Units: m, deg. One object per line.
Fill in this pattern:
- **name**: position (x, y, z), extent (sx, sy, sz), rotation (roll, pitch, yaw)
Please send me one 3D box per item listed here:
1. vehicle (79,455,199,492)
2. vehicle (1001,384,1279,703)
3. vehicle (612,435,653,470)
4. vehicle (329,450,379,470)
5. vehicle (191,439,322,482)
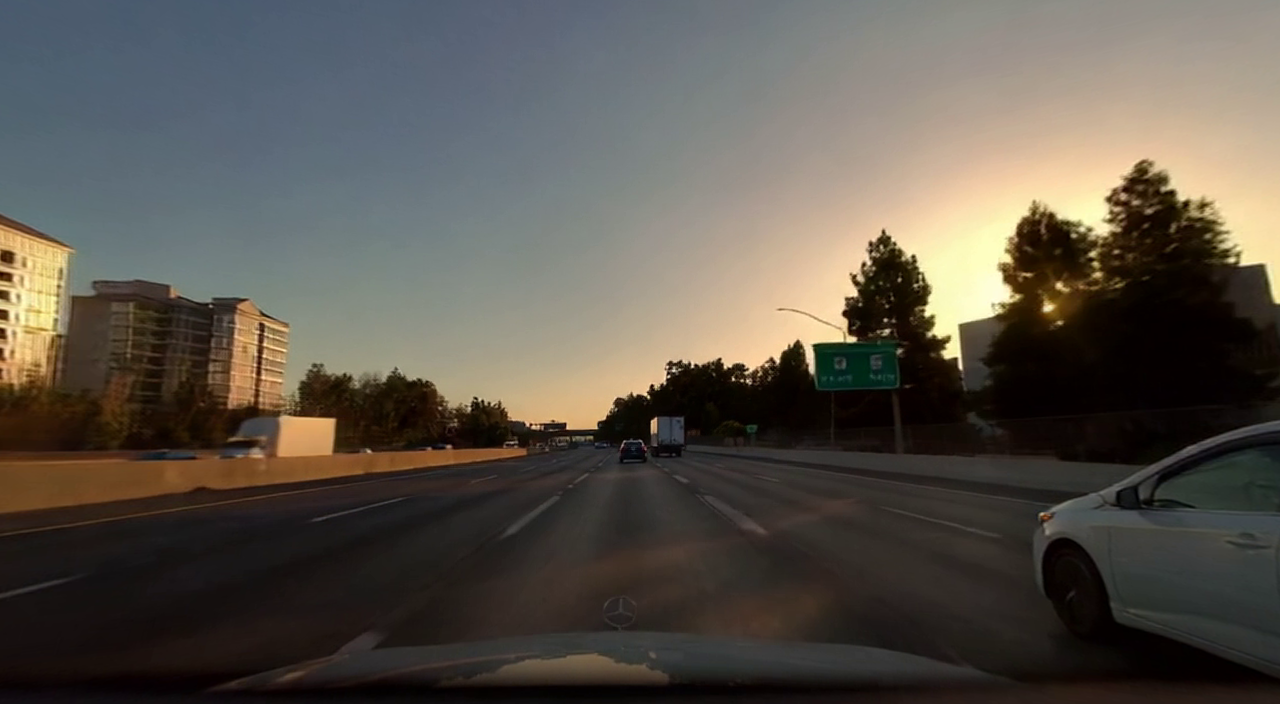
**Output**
- **vehicle**: position (-22.226, 5.390, 28.277), extent (1.810, 1.425, 4.316), rotation (0, -8, 0)
- **vehicle**: position (3.646, 0.899, 2.375), extent (1.950, 1.596, 4.326), rotation (0, -8, -1)
- **vehicle**: position (-0.467, 5.907, 37.370), extent (2.297, 1.912, 4.355), rotation (0, -8, -1)
- **vehicle**: position (-22.367, 8.442, 49.587), extent (1.865, 1.461, 4.393), rotation (0, -8, 0)
- **vehicle**: position (-18.147, 5.144, 30.402), extent (2.356, 1.839, 6.133), rotation (0, -8, 2)
